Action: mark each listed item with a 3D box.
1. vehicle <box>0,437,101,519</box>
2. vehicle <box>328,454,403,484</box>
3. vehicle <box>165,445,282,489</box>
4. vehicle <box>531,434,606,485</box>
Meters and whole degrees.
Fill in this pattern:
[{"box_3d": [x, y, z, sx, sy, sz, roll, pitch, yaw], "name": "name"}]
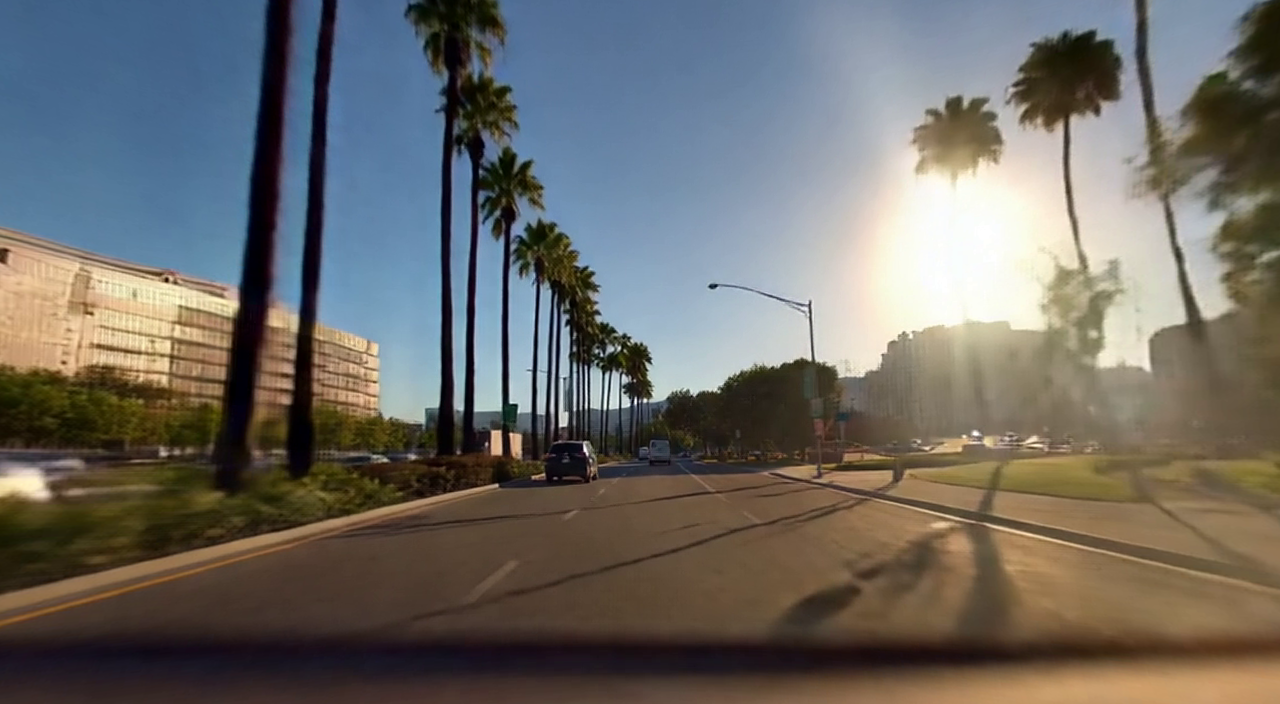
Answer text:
[{"box_3d": [-16.281, 3.034, 15.188, 2.142, 1.913, 4.745, 0, -8, 2], "name": "vehicle"}, {"box_3d": [-15.678, 6.702, 36.185, 2.195, 1.559, 4.362, 0, -8, 3], "name": "vehicle"}, {"box_3d": [-20.212, 5.564, 30.792, 2.146, 1.913, 4.993, 0, -8, 2], "name": "vehicle"}, {"box_3d": [-2.732, 4.273, 25.305, 2.188, 1.819, 4.667, -1, -8, 4], "name": "vehicle"}]
